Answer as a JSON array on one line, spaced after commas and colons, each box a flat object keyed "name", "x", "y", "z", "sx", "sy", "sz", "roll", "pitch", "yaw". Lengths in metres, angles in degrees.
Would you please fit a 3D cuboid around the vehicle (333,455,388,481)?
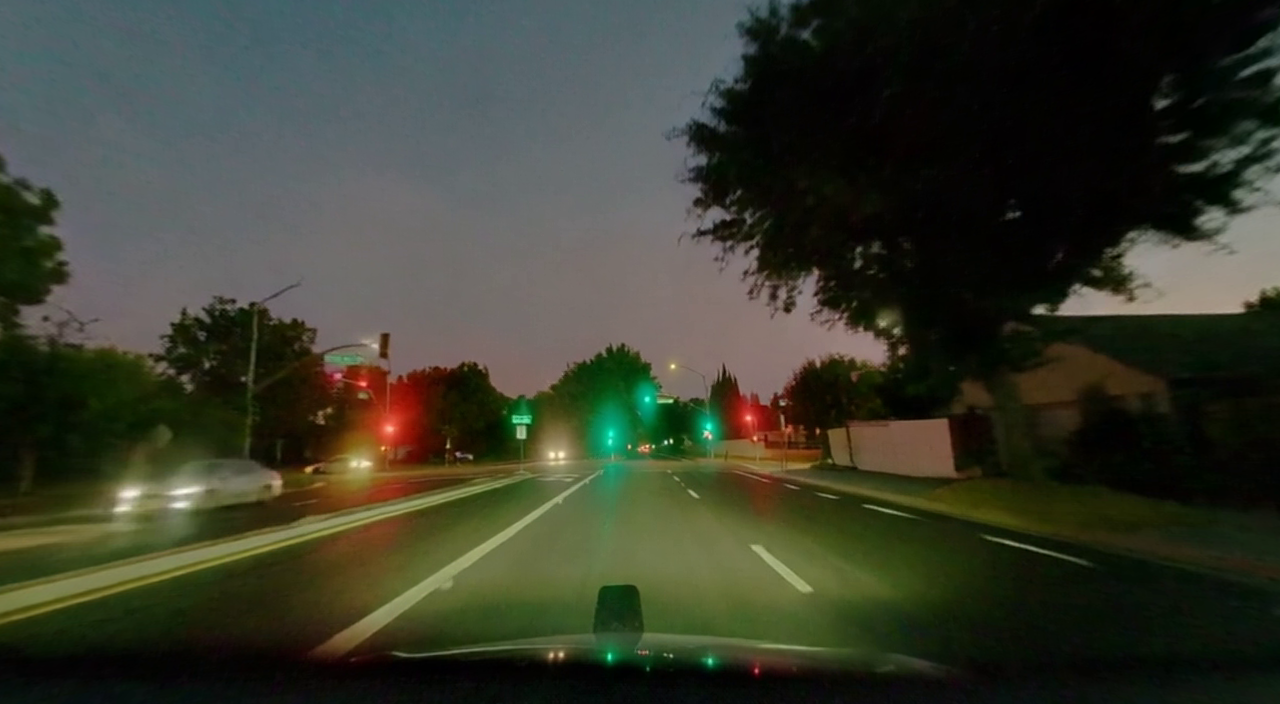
[{"name": "vehicle", "x": -17.483, "y": 7.184, "z": 39.382, "sx": 2.018, "sy": 1.500, "sz": 4.433, "roll": 6, "pitch": -11, "yaw": -37}]

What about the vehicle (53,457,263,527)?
[{"name": "vehicle", "x": -12.604, "y": 3.634, "z": 17.037, "sx": 1.923, "sy": 1.516, "sz": 4.735, "roll": 0, "pitch": -9, "yaw": 0}]
